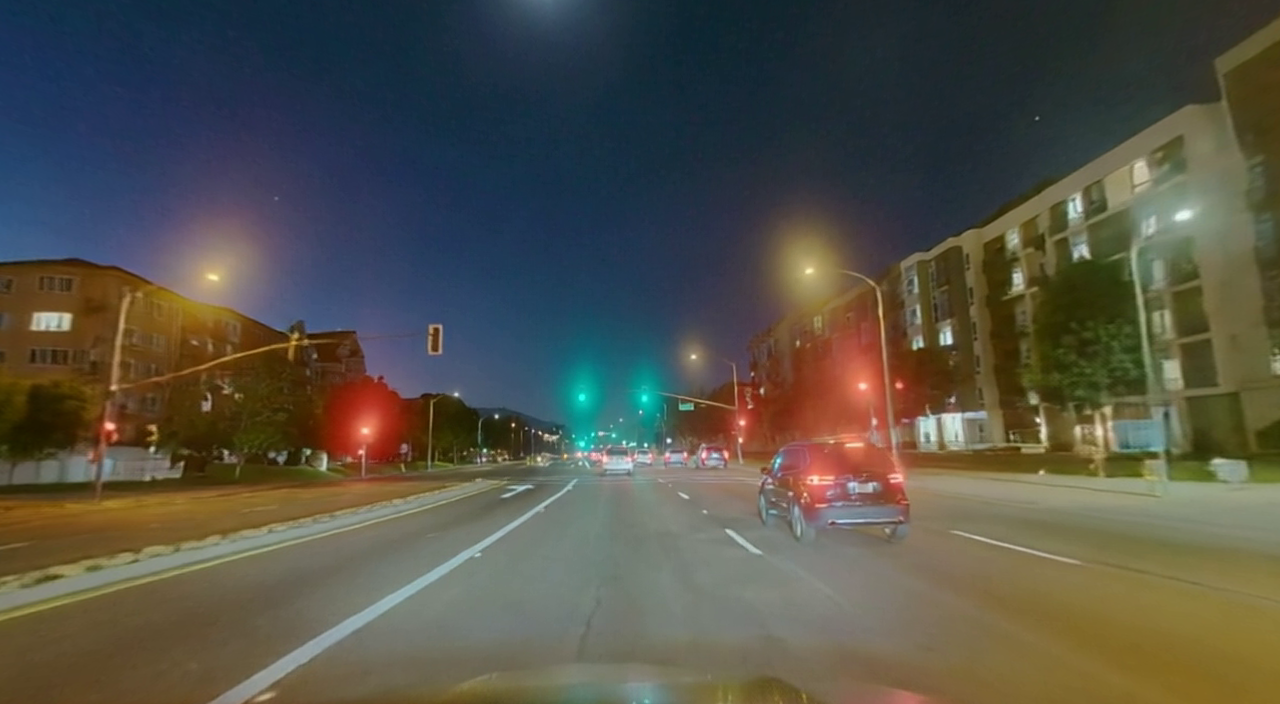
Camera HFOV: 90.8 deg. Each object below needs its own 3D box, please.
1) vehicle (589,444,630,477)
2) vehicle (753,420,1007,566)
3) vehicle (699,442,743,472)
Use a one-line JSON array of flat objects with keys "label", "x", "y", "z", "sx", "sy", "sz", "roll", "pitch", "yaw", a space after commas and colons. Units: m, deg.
[{"label": "vehicle", "x": -1.623, "y": 5.875, "z": 34.357, "sx": 2.101, "sy": 1.641, "sz": 4.341, "roll": 0, "pitch": -9, "yaw": -2}, {"label": "vehicle", "x": 3.215, "y": 2.002, "z": 9.722, "sx": 1.893, "sy": 1.664, "sz": 4.670, "roll": 0, "pitch": -9, "yaw": -2}, {"label": "vehicle", "x": 5.458, "y": 7.189, "z": 43.286, "sx": 2.052, "sy": 1.886, "sz": 5.297, "roll": 0, "pitch": -9, "yaw": -4}]
